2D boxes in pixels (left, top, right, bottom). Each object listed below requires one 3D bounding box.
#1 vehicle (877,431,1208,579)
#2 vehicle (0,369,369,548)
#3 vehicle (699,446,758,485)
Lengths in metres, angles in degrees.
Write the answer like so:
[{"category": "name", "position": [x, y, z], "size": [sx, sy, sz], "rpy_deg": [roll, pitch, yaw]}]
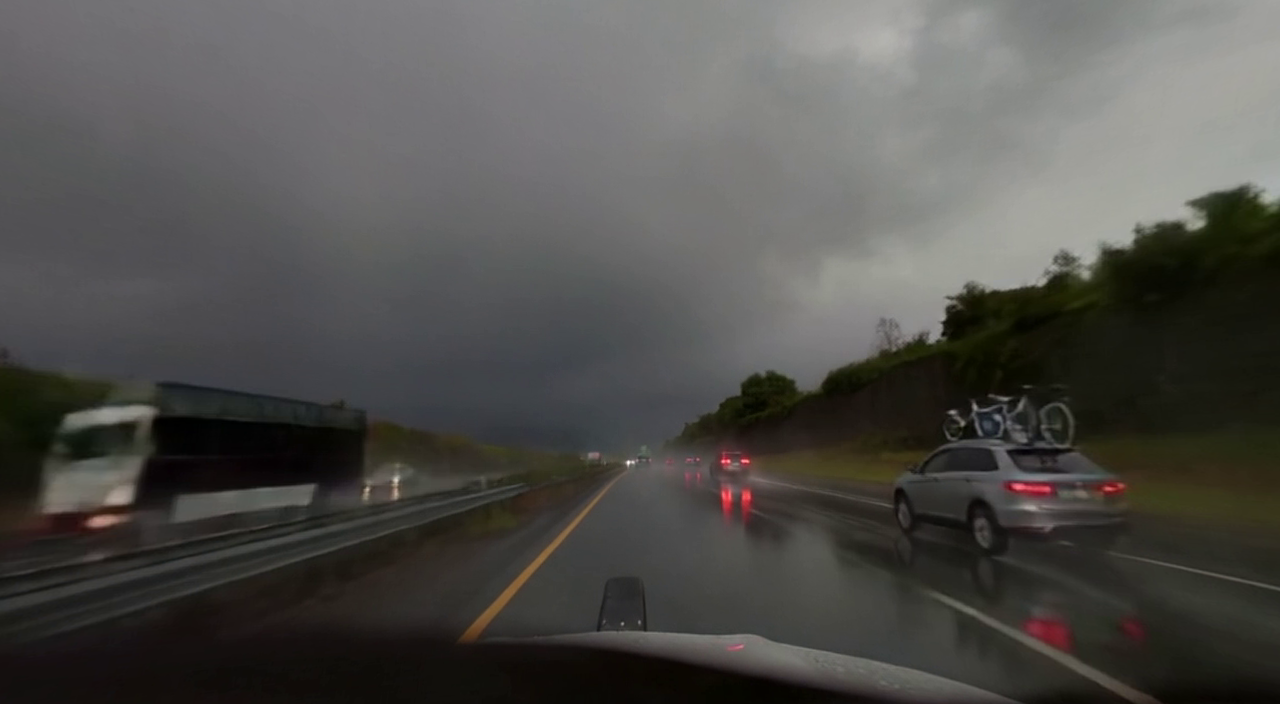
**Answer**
[{"category": "vehicle", "position": [4.913, 1.884, 8.489], "size": [1.964, 1.513, 3.707], "rpy_deg": [0, -9, 0]}, {"category": "vehicle", "position": [-12.487, 3.109, 19.142], "size": [3.046, 3.630, 12.421], "rpy_deg": [0, -9, 0]}, {"category": "vehicle", "position": [4.113, 5.362, 30.047], "size": [2.122, 1.662, 4.392], "rpy_deg": [0, -9, 0]}]
